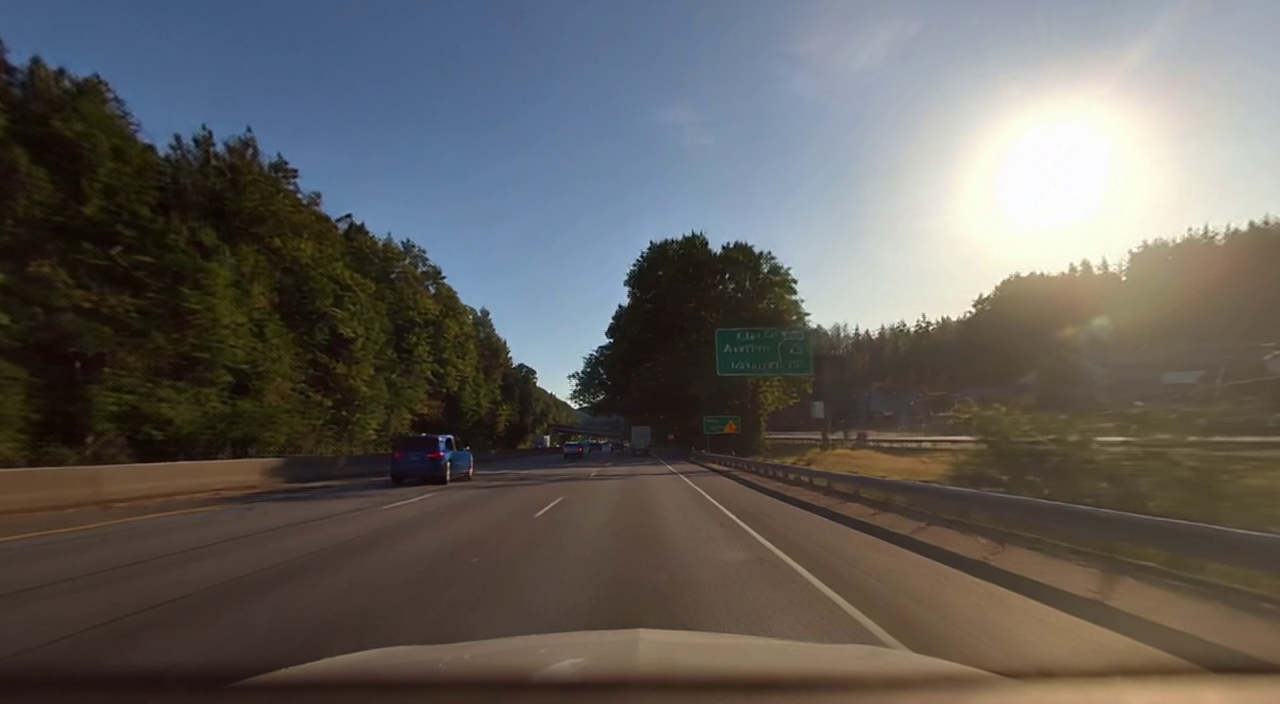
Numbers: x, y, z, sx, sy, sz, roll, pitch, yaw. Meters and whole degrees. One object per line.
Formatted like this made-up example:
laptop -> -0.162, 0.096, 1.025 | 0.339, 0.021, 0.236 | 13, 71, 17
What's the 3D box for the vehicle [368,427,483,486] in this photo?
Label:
vehicle -> -7.214, 3.577, 21.819 | 2.253, 1.815, 4.618 | 0, -9, 1
